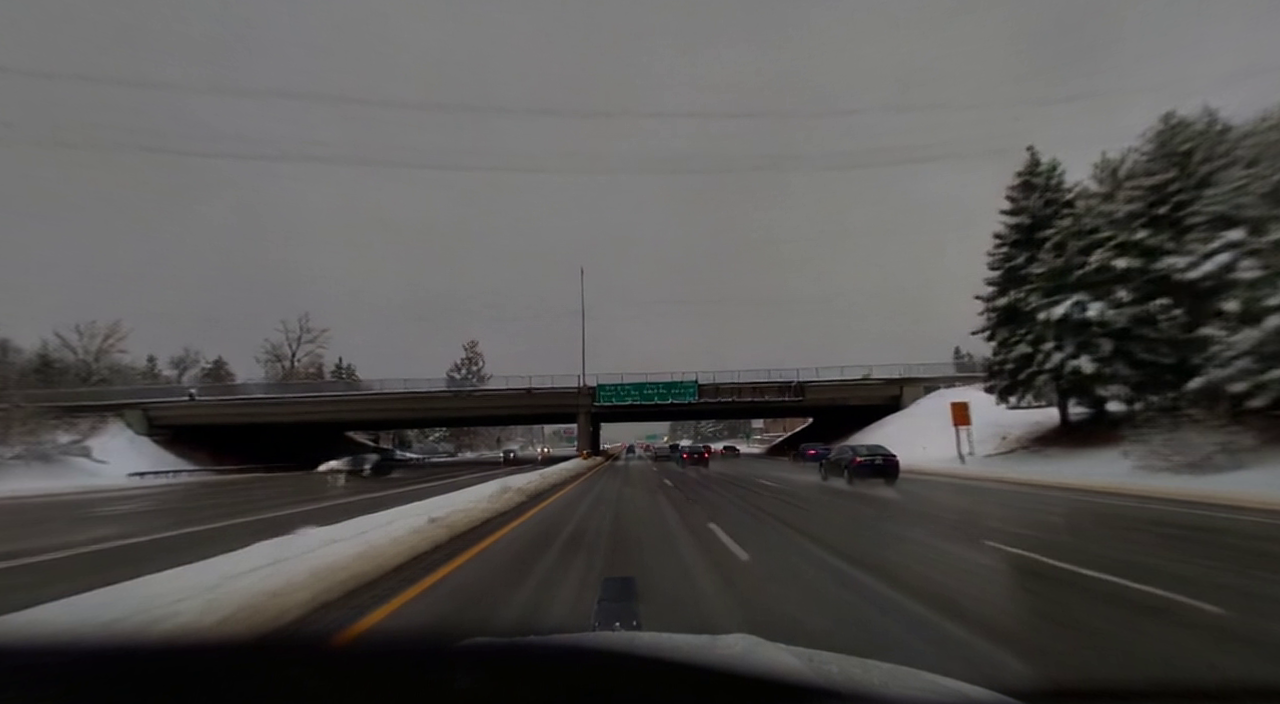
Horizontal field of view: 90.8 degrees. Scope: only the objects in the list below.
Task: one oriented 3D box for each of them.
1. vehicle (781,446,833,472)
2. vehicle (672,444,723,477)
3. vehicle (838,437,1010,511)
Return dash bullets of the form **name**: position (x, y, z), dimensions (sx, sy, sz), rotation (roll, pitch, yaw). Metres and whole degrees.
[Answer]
- **vehicle**: position (9.766, 6.257, 37.285), dimensions (1.838, 1.440, 4.121), rotation (0, -8, -2)
- **vehicle**: position (2.773, 5.346, 31.488), dimensions (1.993, 1.507, 4.594), rotation (0, -8, -2)
- **vehicle**: position (6.541, 2.833, 15.255), dimensions (1.952, 1.489, 4.483), rotation (0, -8, -2)
